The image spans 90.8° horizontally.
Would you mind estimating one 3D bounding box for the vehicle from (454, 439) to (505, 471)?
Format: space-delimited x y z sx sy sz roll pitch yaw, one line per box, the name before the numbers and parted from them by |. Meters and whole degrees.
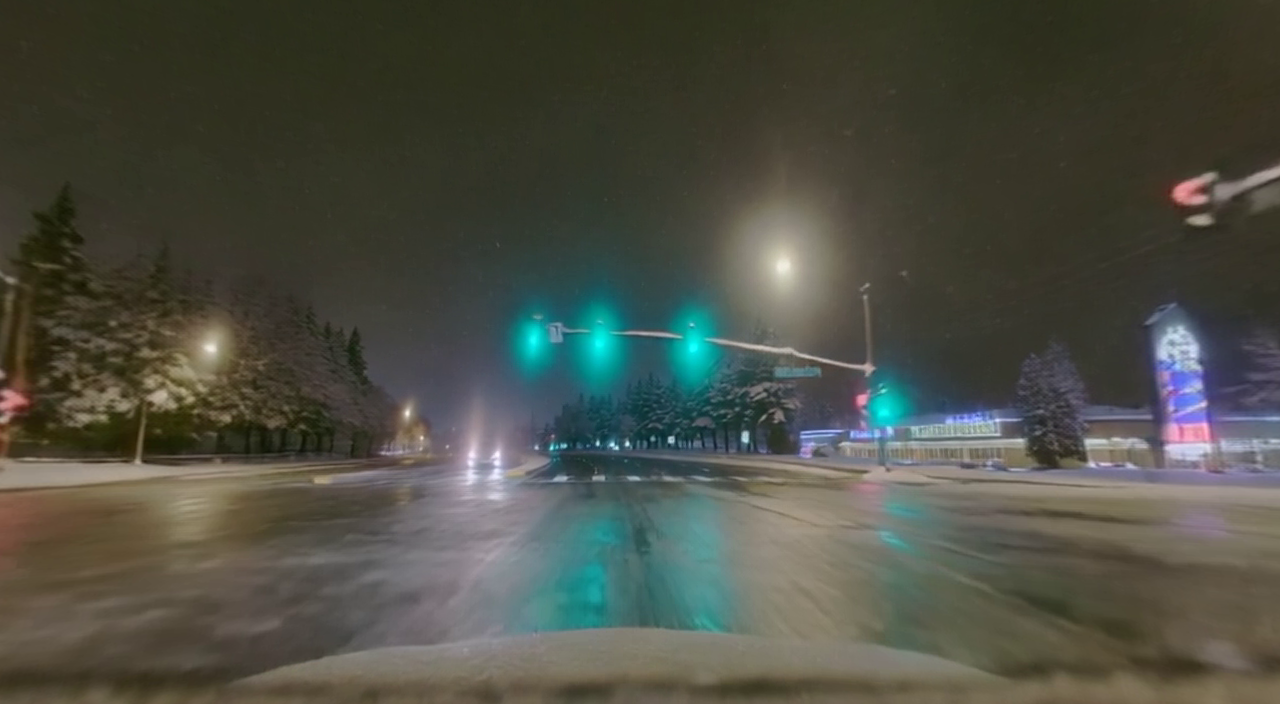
vehicle | -9.647 6.235 38.338 2.175 1.795 4.640 0 -8 -4
